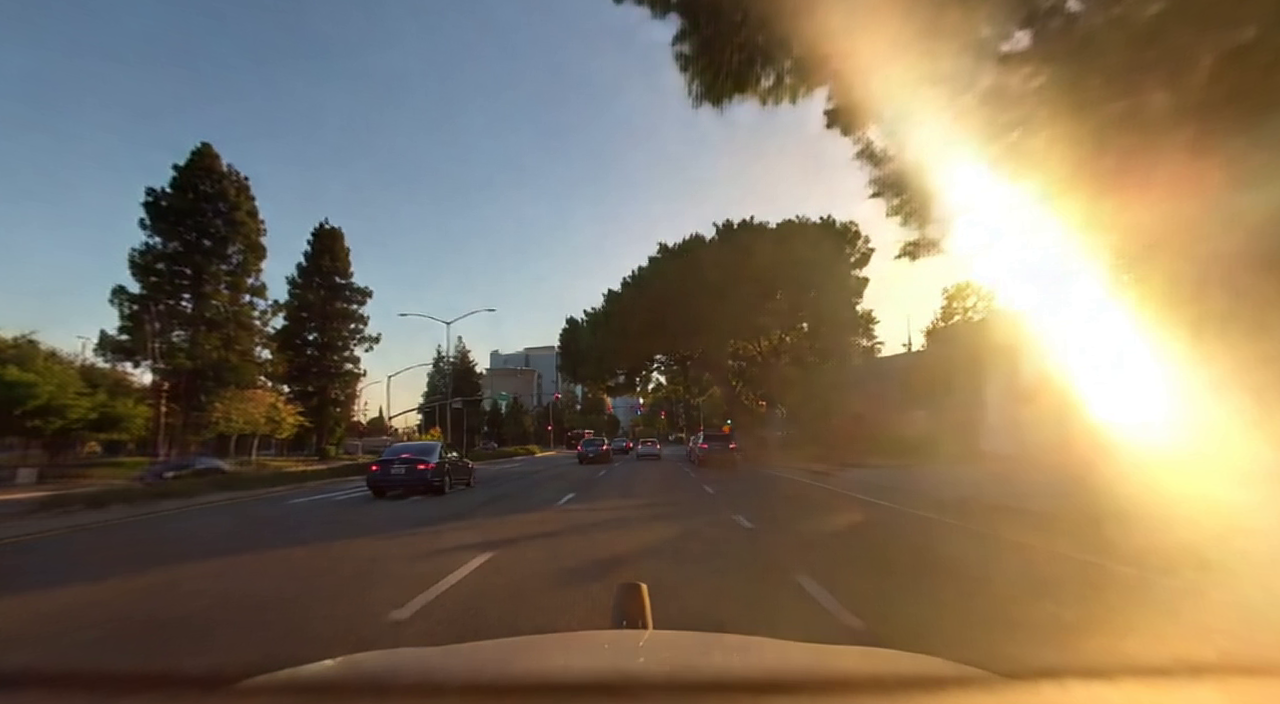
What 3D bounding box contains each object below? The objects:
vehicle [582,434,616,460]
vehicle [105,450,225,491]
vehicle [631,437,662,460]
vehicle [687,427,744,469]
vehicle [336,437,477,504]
[{"bbox_3d":[-2.741,6.479,42.980,1.912,1.703,4.261,0,-8,2],"label":"vehicle"},{"bbox_3d":[-19.282,4.782,25.741,1.717,1.486,4.238,0,-8,-3],"label":"vehicle"},{"bbox_3d":[0.431,6.484,42.393,2.021,1.461,3.862,0,-8,0],"label":"vehicle"},{"bbox_3d":[3.509,4.606,30.155,2.141,1.833,4.704,0,-8,-1],"label":"vehicle"},{"bbox_3d":[-5.743,2.947,16.161,1.926,1.465,4.620,0,-8,-1],"label":"vehicle"}]
